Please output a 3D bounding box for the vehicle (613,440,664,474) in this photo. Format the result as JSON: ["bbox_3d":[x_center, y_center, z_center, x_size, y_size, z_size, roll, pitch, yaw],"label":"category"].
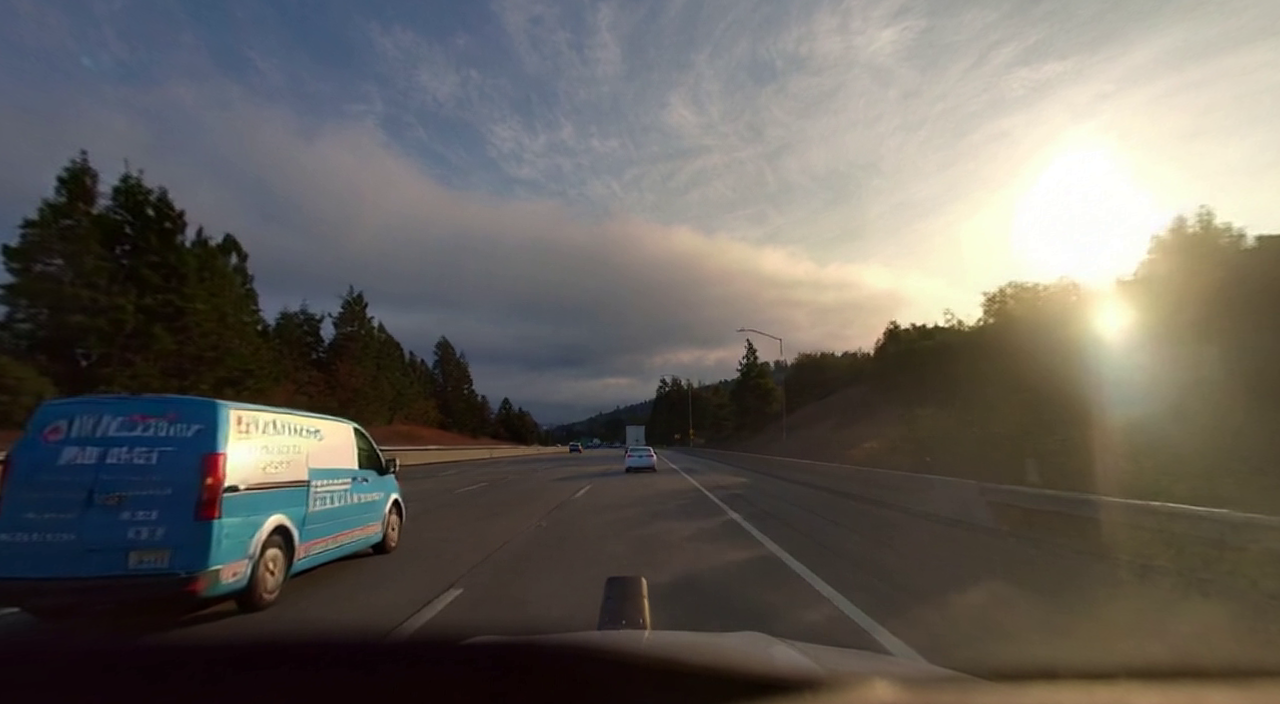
[{"bbox_3d":[-0.049,4.853,29.303,2.238,1.479,3.672,0,-9,0],"label":"vehicle"}]

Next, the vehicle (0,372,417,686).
[{"bbox_3d":[-4.279,1.426,6.344,2.174,1.862,5.012,0,-9,0],"label":"vehicle"}]
